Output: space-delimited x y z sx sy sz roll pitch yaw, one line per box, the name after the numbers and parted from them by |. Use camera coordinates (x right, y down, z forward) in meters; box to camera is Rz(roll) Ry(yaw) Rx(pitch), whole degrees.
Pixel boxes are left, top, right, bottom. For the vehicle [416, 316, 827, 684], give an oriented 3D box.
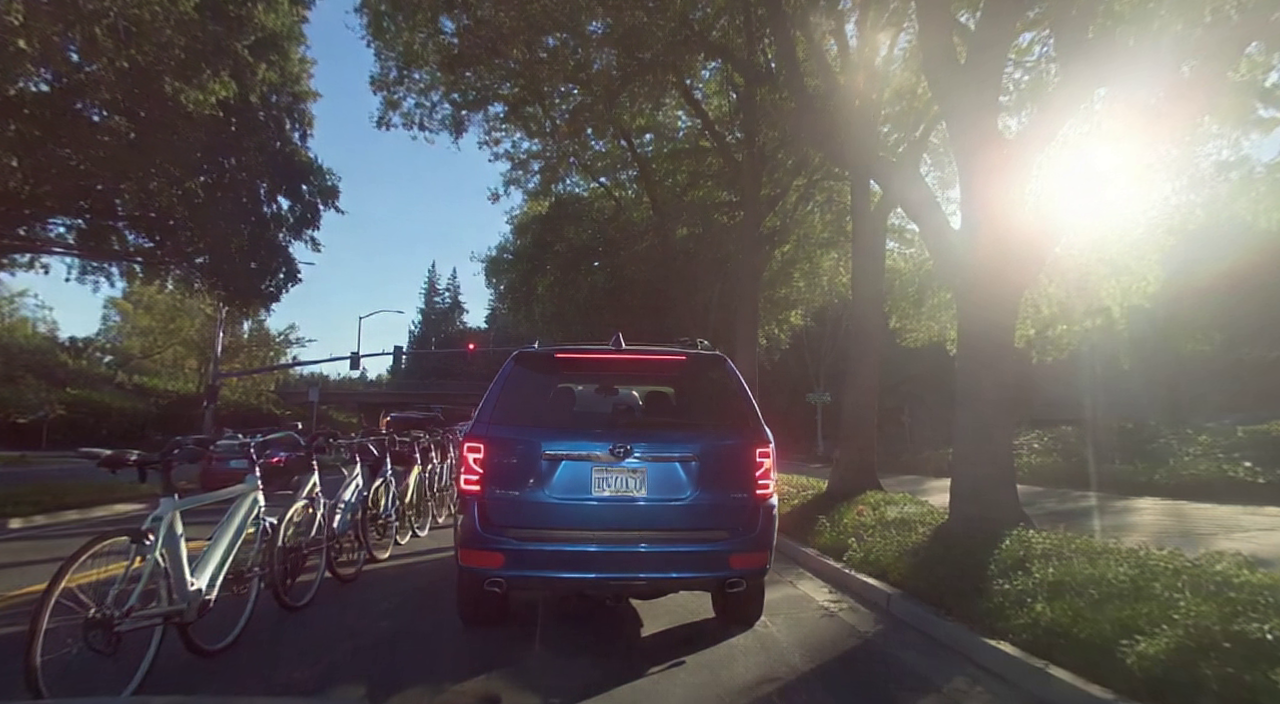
-0.244 1.159 6.001 2.333 2.087 4.586 1 -8 -4 | vehicle

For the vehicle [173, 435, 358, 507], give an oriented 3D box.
-8.826 2.818 15.490 2.026 1.479 4.712 1 -8 -6 | vehicle

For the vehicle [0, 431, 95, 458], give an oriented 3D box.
-35.757 5.528 38.081 3.926 1.536 1.731 1 -6 -11 | vehicle

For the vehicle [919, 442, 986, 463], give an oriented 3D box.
24.507 7.855 49.536 4.435 1.574 1.816 1 -9 -9 | vehicle

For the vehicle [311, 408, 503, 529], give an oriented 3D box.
-4.217 2.216 12.627 2.337 1.858 5.409 1 -9 -7 | vehicle
